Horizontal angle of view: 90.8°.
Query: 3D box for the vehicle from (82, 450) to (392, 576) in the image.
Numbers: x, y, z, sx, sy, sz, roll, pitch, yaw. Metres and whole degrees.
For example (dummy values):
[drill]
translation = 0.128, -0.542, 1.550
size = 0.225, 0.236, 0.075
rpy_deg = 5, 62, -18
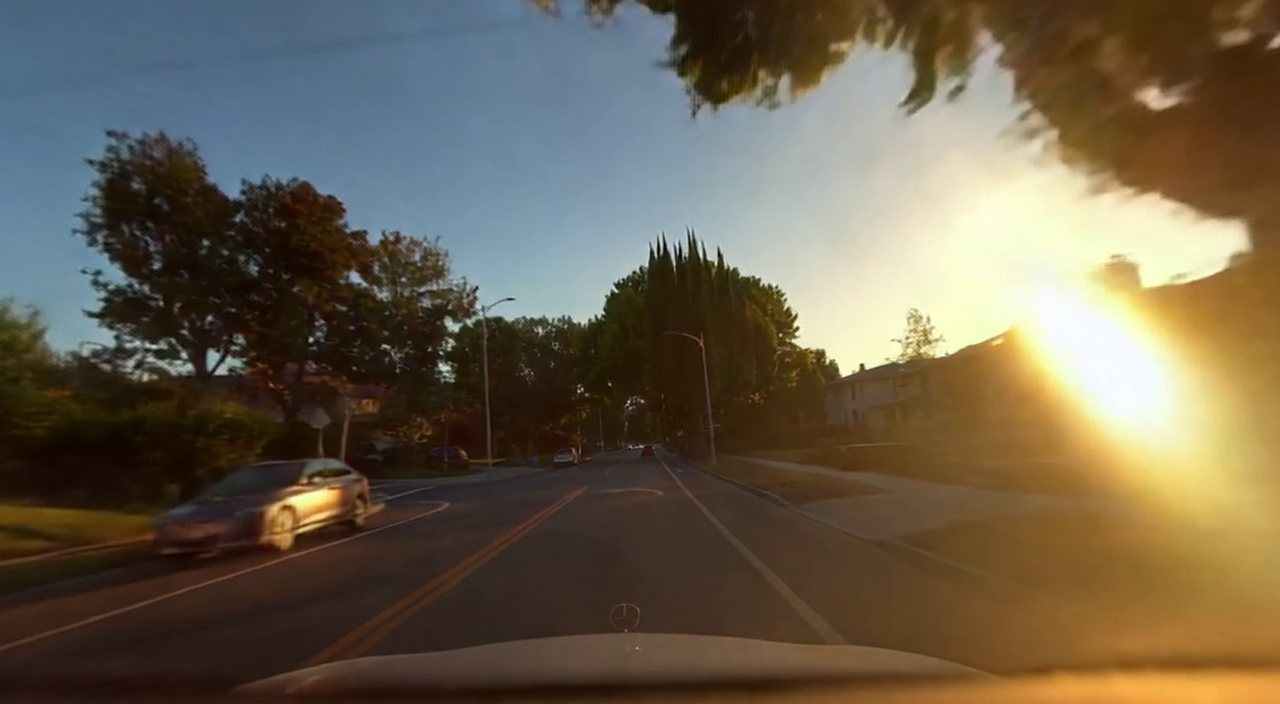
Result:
[vehicle]
translation = -6.814, 2.716, 11.790
size = 1.984, 1.732, 5.628
rpy_deg = -1, -9, 1
